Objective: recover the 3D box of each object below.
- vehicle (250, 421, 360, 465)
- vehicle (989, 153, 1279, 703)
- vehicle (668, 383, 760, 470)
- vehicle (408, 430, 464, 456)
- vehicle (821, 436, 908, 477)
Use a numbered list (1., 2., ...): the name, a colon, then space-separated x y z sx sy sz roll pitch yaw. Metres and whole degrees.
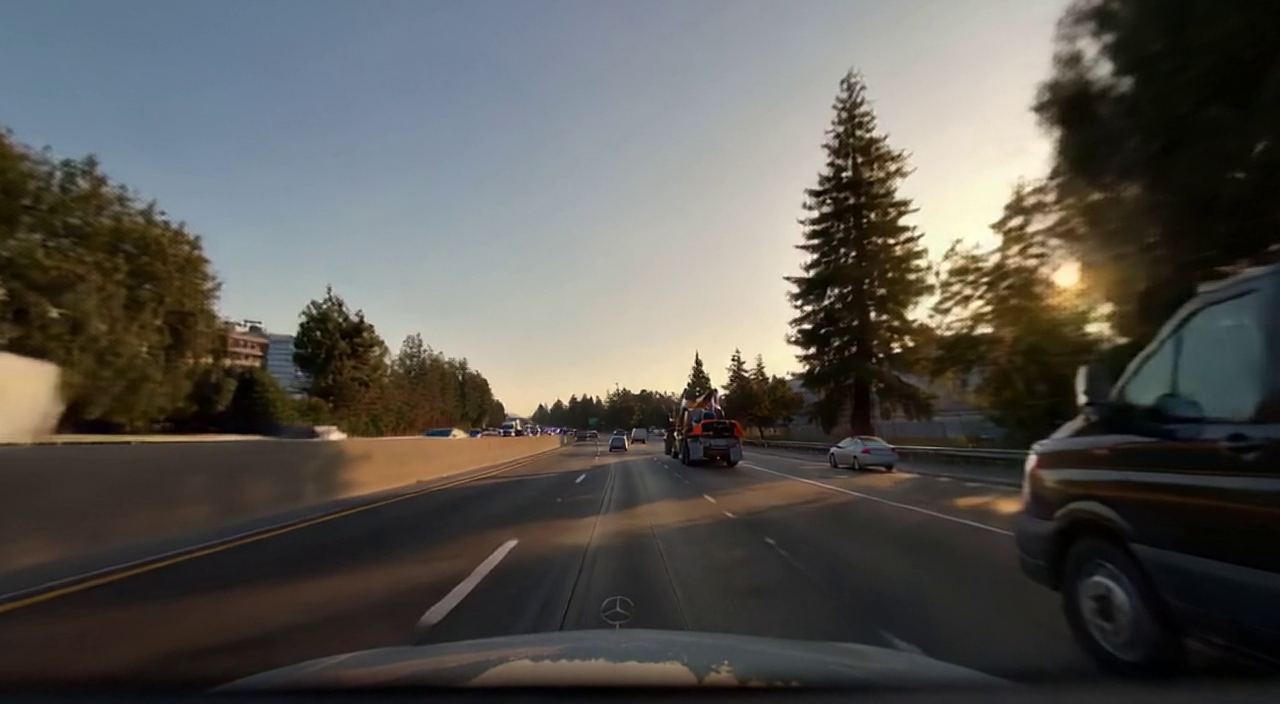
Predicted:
1. vehicle: -12.472 3.420 23.807 2.055 1.499 4.104 0 -8 -2
2. vehicle: 3.779 0.328 1.474 2.386 2.509 5.880 0 -8 -2
3. vehicle: 3.416 3.890 32.324 2.912 3.738 10.123 0 -8 -4
4. vehicle: -12.301 5.499 38.295 1.963 1.489 4.582 0 -8 -2
5. vehicle: 8.753 4.076 24.994 1.820 1.469 4.257 0 -8 -1
